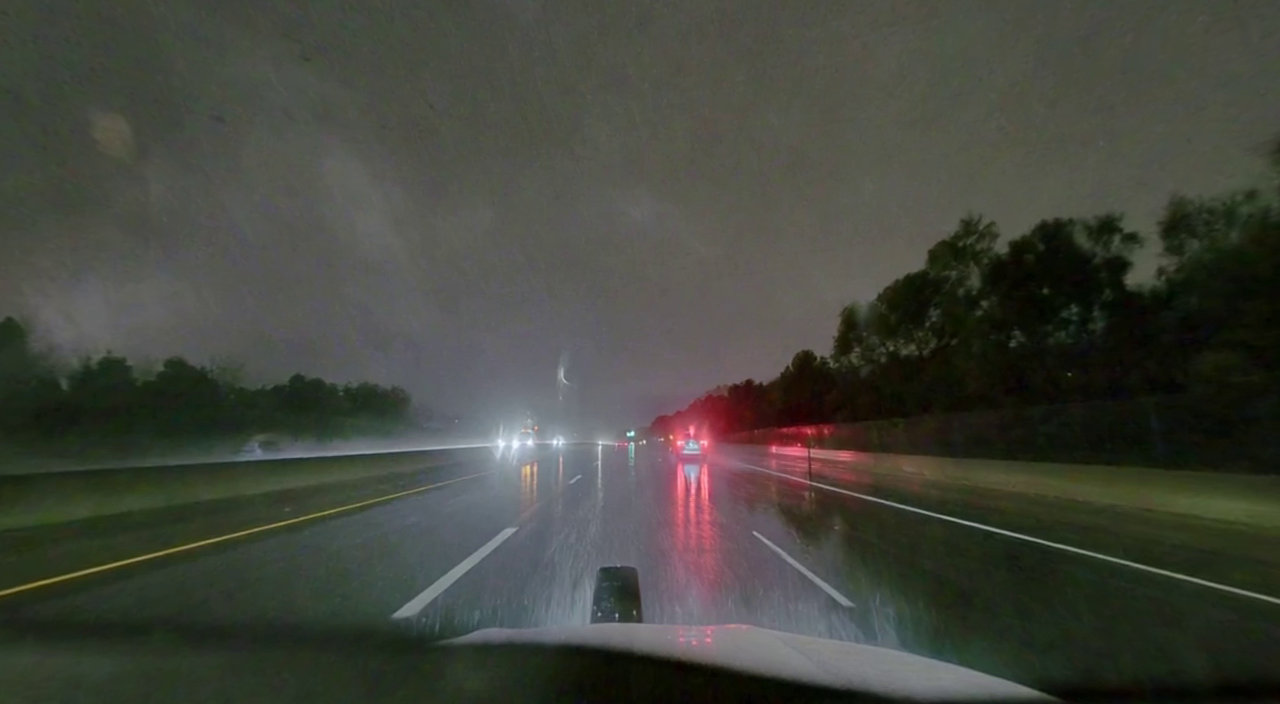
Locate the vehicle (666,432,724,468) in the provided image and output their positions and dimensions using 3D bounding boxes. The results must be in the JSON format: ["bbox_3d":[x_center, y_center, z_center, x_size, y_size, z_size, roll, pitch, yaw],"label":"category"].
[{"bbox_3d":[2.635,4.836,31.207,2.349,1.651,4.161,0,-8,-2],"label":"vehicle"}]
